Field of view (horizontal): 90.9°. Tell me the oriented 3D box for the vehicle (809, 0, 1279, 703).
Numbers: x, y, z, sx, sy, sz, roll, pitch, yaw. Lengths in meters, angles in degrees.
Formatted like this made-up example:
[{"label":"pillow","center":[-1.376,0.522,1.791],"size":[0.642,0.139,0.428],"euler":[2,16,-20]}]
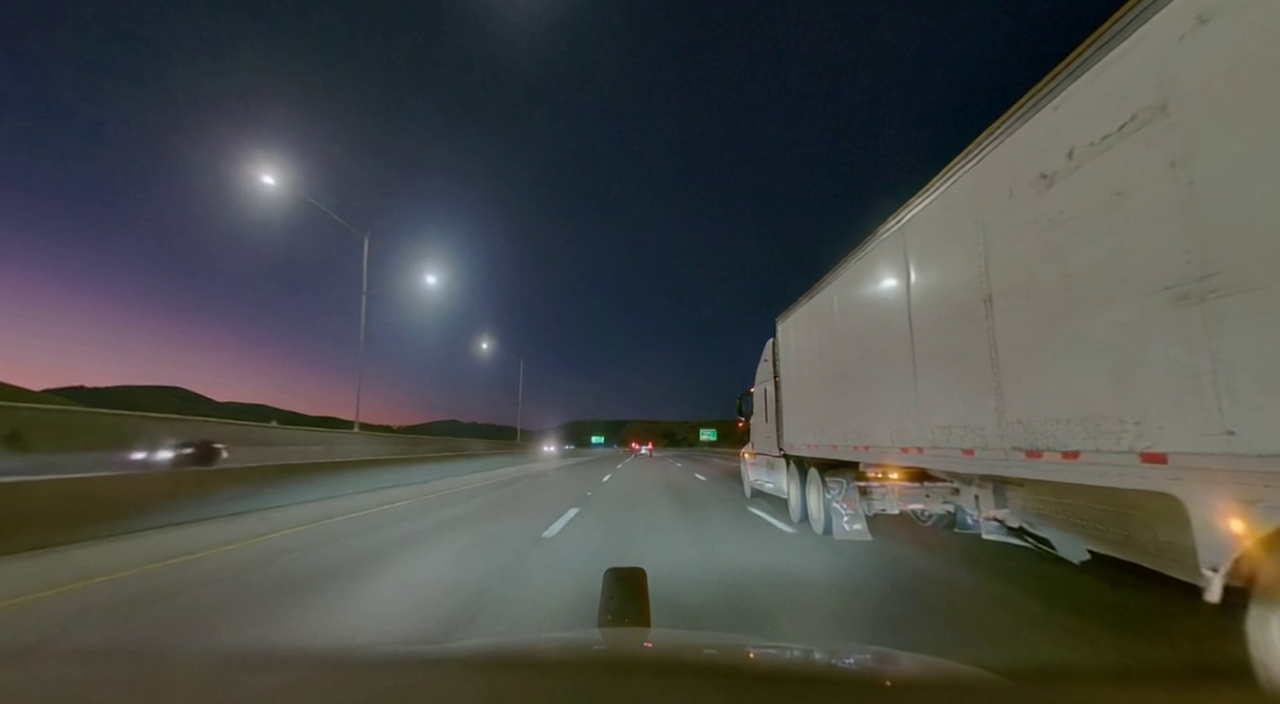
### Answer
[{"label":"vehicle","center":[3.935,0.326,2.995],"size":[3.326,3.089,10.642],"euler":[-1,-8,0]}]
